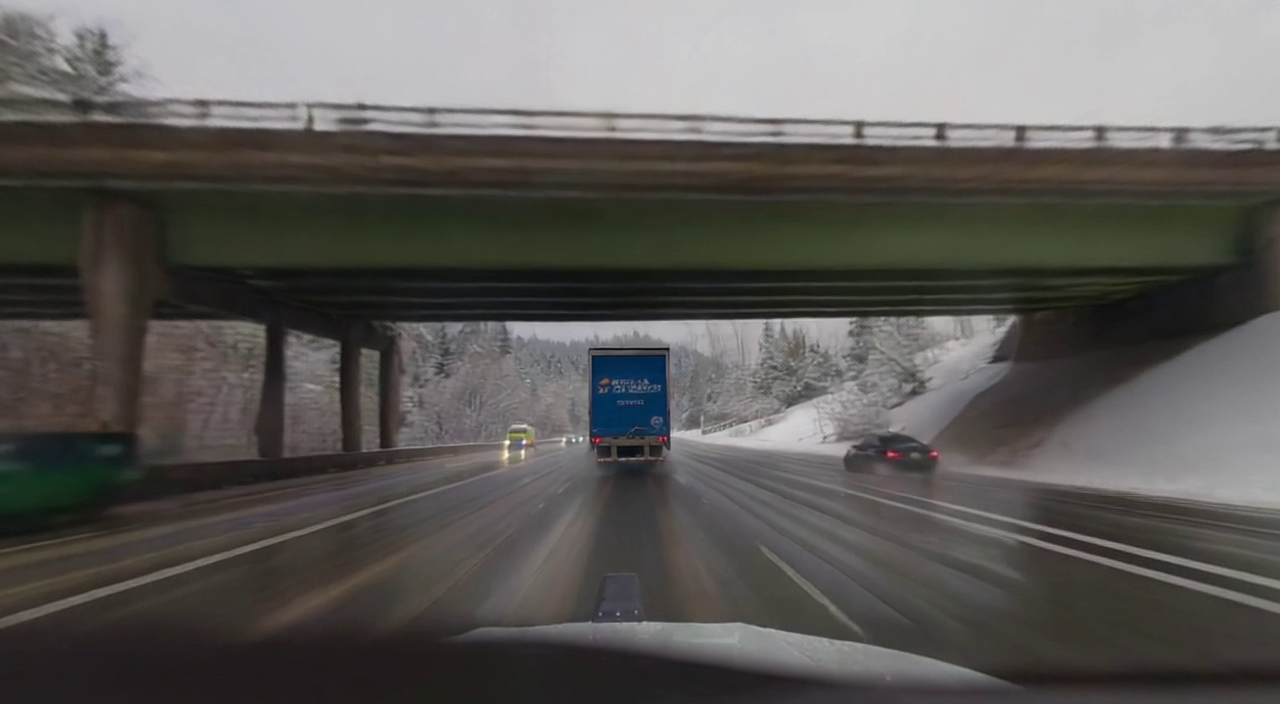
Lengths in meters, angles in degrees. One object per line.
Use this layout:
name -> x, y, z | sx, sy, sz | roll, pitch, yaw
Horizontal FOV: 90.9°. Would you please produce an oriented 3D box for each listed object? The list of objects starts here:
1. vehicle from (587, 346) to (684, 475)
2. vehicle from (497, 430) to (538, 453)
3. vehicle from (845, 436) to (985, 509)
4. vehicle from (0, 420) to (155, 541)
vehicle -> -0.406, 2.410, 24.122 | 2.895, 3.861, 10.213 | 0, -8, -3
vehicle -> -8.747, 6.433, 45.392 | 2.081, 1.613, 4.273 | 0, -8, 0
vehicle -> 7.590, 3.298, 17.918 | 2.050, 1.637, 4.397 | 3, -7, 0
vehicle -> -8.756, 1.627, 8.112 | 1.955, 1.453, 3.855 | 0, -8, -1
